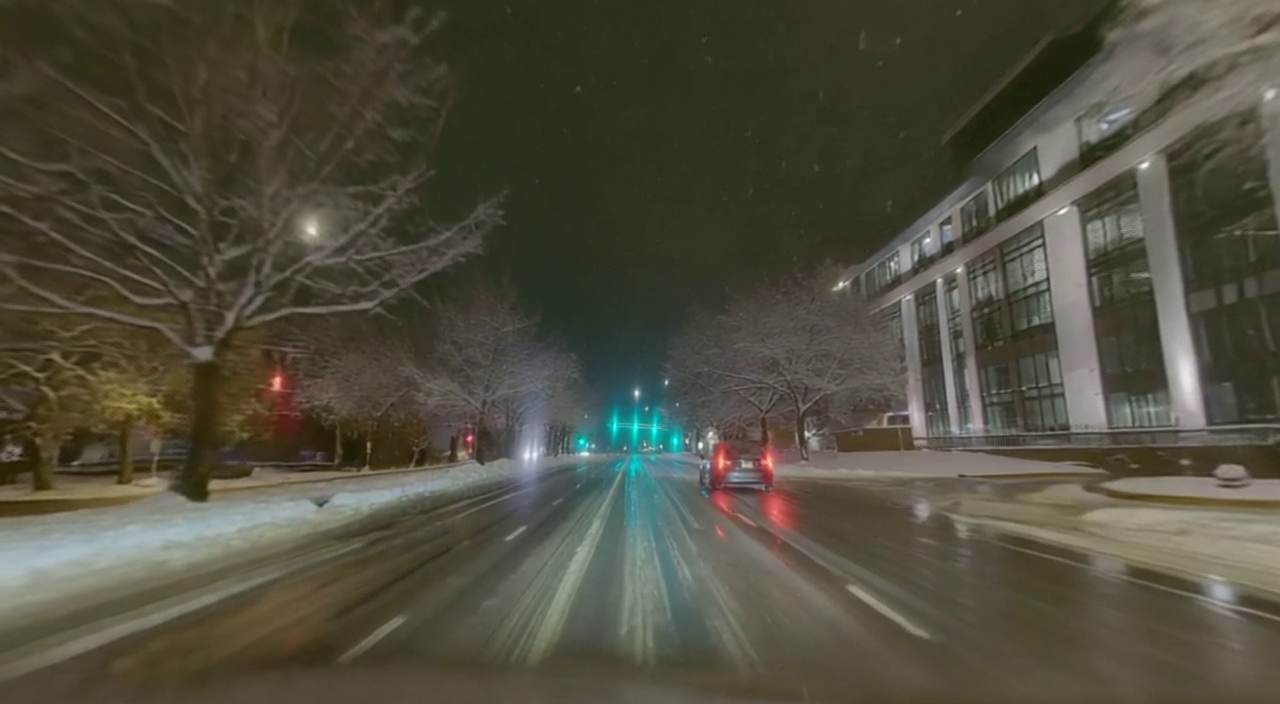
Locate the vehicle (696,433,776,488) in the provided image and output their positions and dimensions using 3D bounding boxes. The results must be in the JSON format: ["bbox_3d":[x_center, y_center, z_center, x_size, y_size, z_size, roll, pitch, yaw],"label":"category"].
[{"bbox_3d":[3.310,3.849,22.681,2.083,1.743,4.354,0,-9,-2],"label":"vehicle"}]

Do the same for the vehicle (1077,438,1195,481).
[{"bbox_3d":[21.363,4.640,27.406,1.858,1.578,3.708,-3,-9,-3],"label":"vehicle"}]
